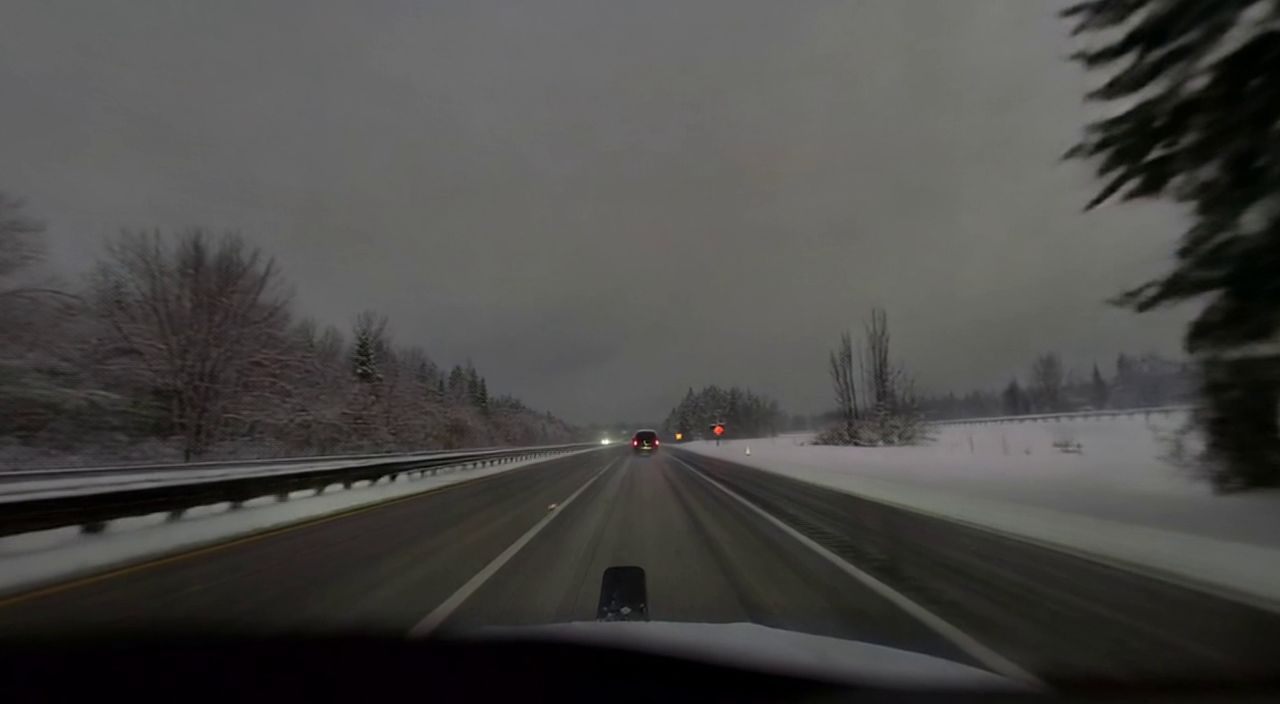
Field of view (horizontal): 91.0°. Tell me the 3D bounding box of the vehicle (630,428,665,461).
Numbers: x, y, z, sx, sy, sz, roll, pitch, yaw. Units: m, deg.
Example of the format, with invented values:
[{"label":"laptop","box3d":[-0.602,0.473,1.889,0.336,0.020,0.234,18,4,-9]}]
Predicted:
[{"label":"vehicle","box3d":[0.535,6.398,43.465,2.277,2.109,4.922,0,-8,1]}]
